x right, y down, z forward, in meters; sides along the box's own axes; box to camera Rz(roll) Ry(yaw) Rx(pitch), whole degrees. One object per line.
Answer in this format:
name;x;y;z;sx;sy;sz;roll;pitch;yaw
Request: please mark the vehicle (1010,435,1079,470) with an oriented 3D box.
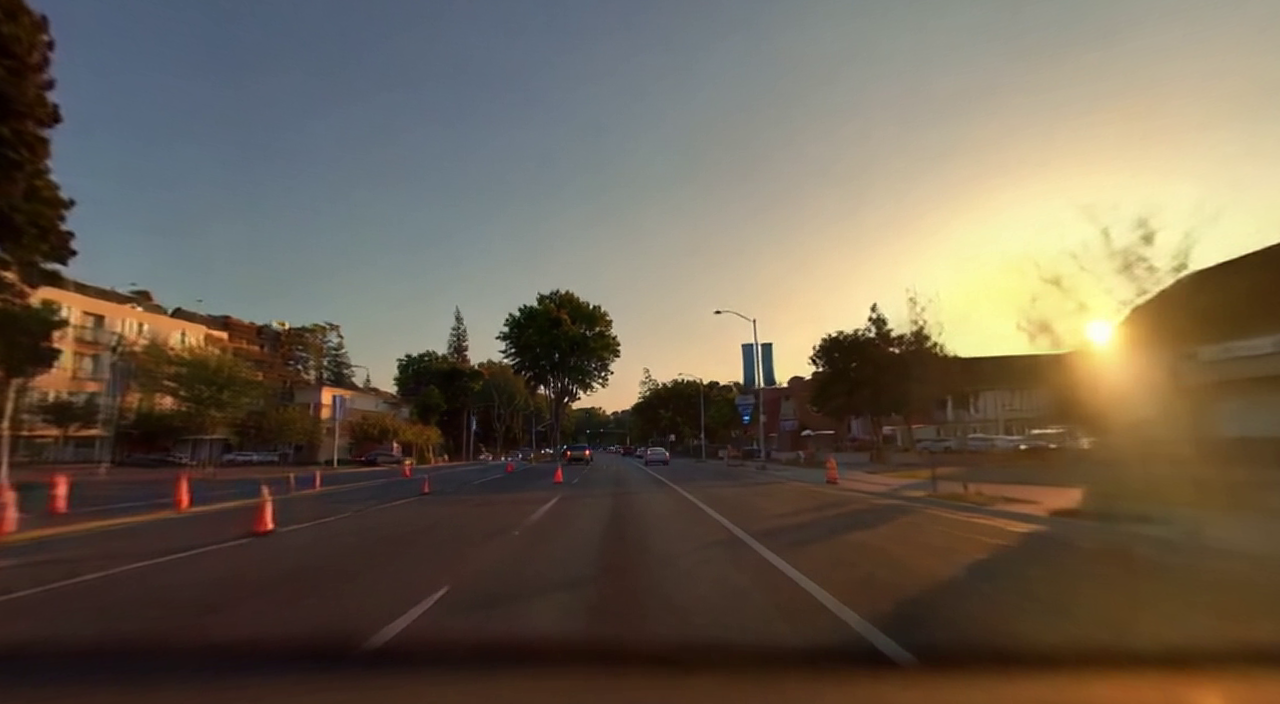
vehicle;21.021;5.187;32.713;2.160;1.639;5.163;-8;-11;40
